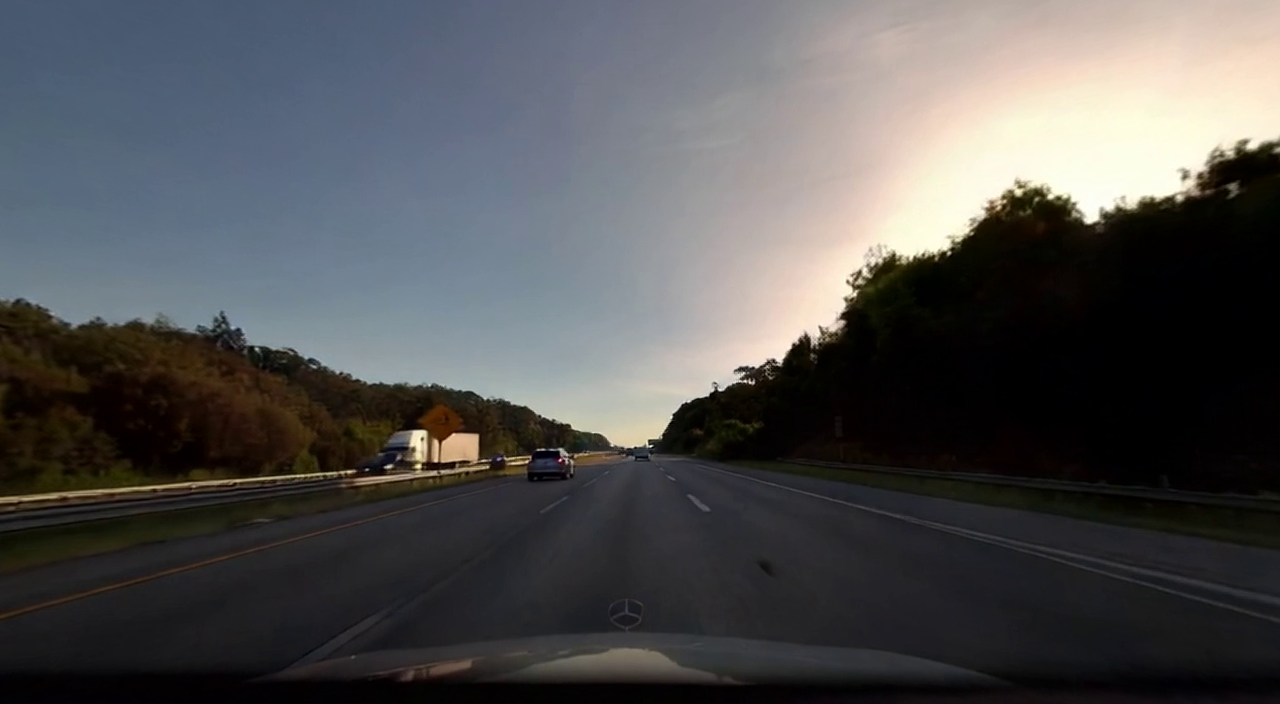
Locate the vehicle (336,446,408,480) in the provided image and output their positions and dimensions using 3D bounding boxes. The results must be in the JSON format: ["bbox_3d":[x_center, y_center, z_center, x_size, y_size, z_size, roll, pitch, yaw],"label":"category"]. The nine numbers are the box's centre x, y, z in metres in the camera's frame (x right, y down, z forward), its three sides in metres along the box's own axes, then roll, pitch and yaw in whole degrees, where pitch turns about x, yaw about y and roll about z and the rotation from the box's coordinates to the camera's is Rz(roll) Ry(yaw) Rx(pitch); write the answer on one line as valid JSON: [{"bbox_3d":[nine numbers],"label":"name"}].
[{"bbox_3d":[-16.260,6.753,38.502,2.323,1.901,4.737,0,-9,-1],"label":"vehicle"}]

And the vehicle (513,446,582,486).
[{"bbox_3d":[-3.646,4.616,25.771,2.054,1.475,4.708,0,-9,1],"label":"vehicle"}]
